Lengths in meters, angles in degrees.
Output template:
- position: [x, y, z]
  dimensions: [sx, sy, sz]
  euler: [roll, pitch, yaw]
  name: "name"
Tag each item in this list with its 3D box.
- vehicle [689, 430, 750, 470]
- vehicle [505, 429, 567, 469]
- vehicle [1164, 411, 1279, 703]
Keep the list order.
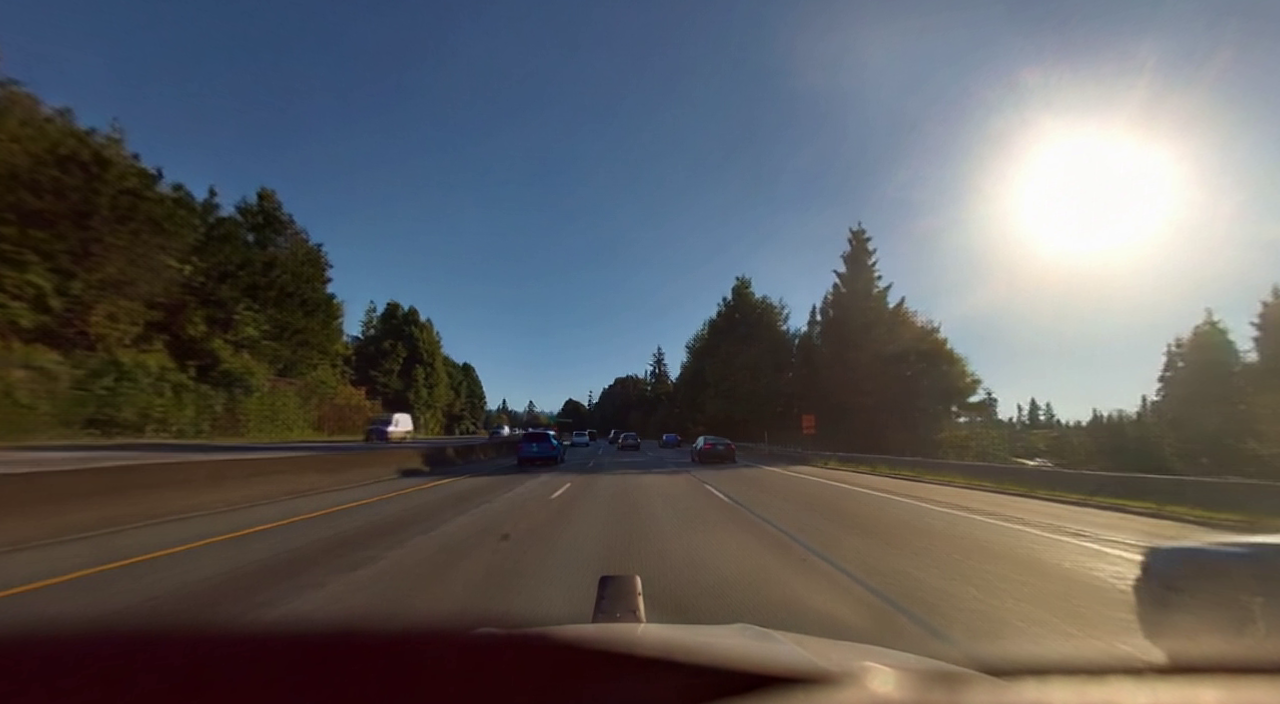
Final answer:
- position: [3.267, 4.099, 26.560]
  dimensions: [1.883, 1.536, 3.792]
  euler: [1, -8, -3]
  name: "vehicle"
- position: [-4.224, 3.992, 26.292]
  dimensions: [1.941, 1.529, 4.111]
  euler: [0, -8, -1]
  name: "vehicle"
- position: [3.970, 0.844, 1.548]
  dimensions: [1.986, 1.488, 3.867]
  euler: [0, -8, -1]
  name: "vehicle"
